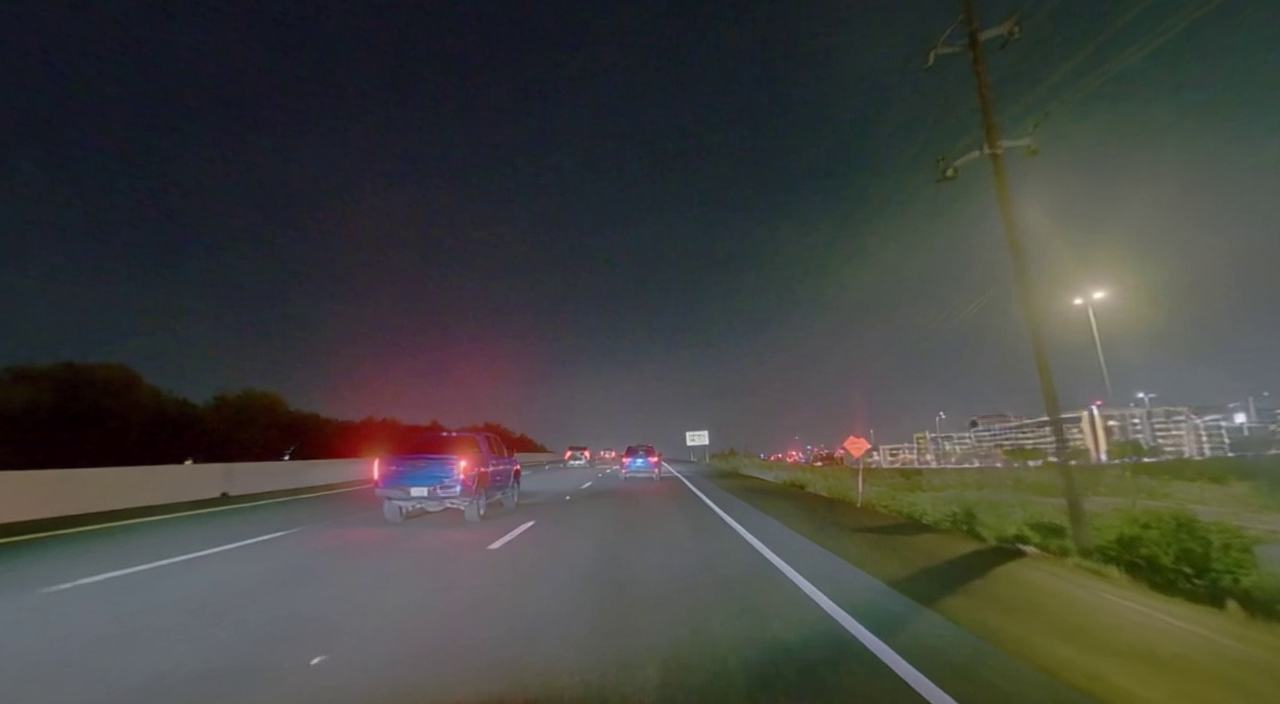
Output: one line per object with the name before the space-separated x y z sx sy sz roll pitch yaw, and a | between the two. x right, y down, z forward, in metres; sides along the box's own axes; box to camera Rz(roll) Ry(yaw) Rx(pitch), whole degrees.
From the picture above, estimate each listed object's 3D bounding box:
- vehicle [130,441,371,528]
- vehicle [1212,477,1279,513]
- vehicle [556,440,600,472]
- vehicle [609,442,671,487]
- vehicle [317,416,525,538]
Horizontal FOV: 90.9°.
vehicle | -7.726 2.638 13.251 1.943 1.469 4.782 0 -8 1
vehicle | 31.627 7.314 32.402 1.844 1.467 4.653 -4 -9 24
vehicle | -3.560 6.052 36.809 1.993 1.717 4.321 -1 -8 2
vehicle | -0.010 3.988 22.712 2.047 1.473 3.978 0 -8 0
vehicle | -3.662 2.191 11.648 2.133 1.789 4.518 -1 -8 1
